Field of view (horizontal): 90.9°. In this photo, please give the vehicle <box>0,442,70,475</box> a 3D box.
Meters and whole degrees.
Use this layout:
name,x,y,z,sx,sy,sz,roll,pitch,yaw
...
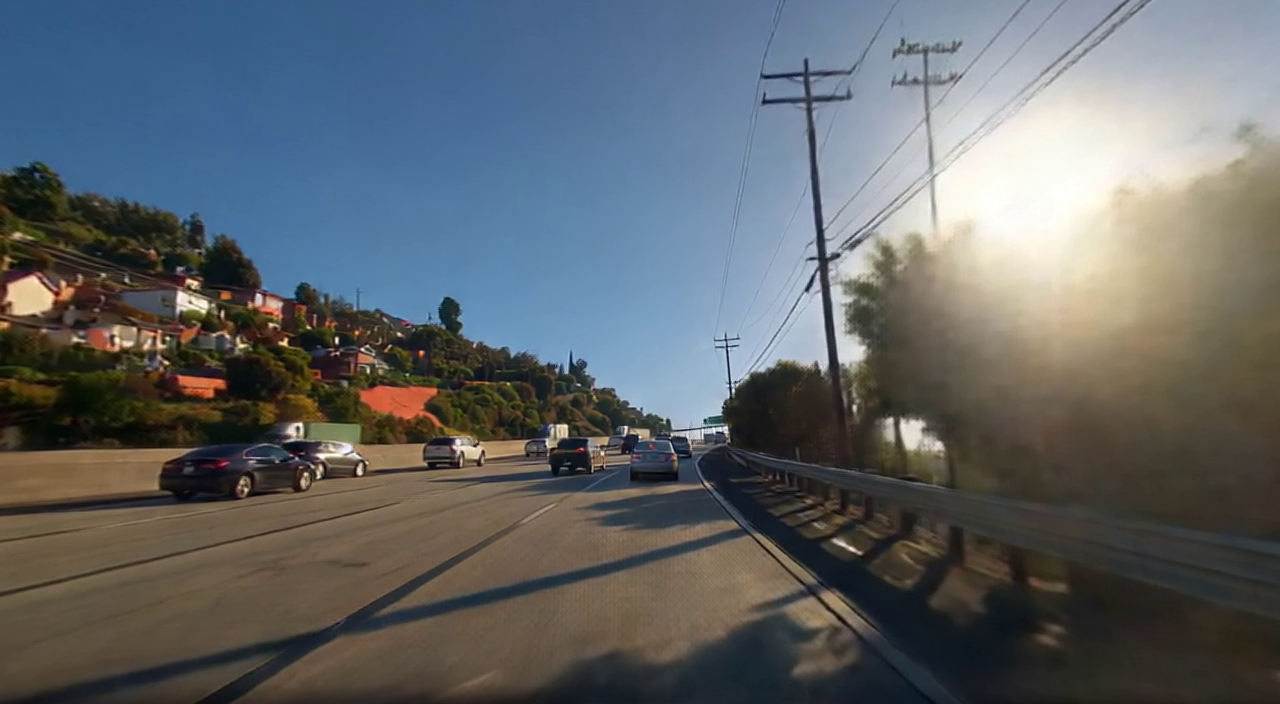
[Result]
name,x,y,z,sx,sy,sz,roll,pitch,yaw
vehicle,-35.265,5.946,35.328,1.970,1.772,4.703,-1,-8,6

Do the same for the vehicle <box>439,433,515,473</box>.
name,x,y,z,sx,sy,sz,roll,pitch,yaw
vehicle,-7.859,4.926,30.955,2.080,1.833,4.461,-1,-8,7

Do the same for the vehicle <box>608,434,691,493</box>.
name,x,y,z,sx,sy,sz,roll,pitch,yaw
vehicle,0.357,3.151,18.209,2.109,1.495,3.935,-1,-8,3

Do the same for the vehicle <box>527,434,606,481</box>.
name,x,y,z,sx,sy,sz,roll,pitch,yaw
vehicle,-2.703,4.036,24.395,2.121,1.639,4.383,-1,-8,6

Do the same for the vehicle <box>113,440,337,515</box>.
name,x,y,z,sx,sy,sz,roll,pitch,yaw
vehicle,-9.385,2.823,14.840,1.959,1.469,4.450,-1,-8,5
